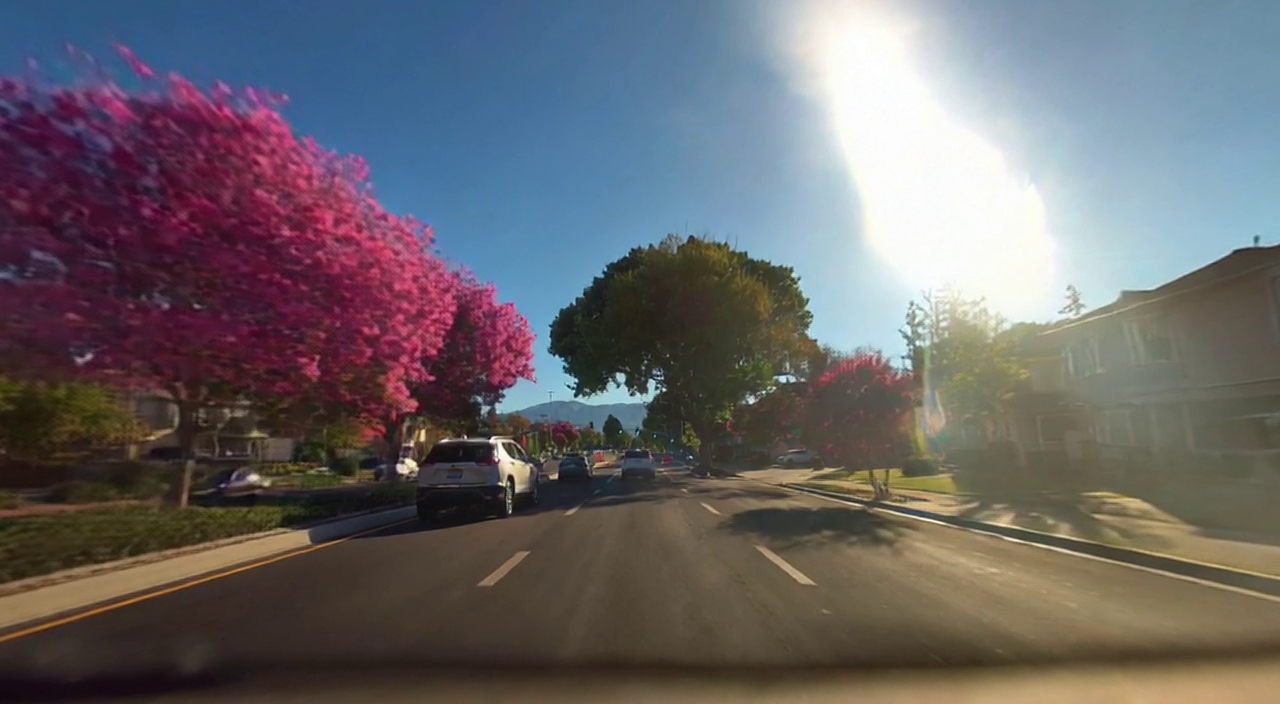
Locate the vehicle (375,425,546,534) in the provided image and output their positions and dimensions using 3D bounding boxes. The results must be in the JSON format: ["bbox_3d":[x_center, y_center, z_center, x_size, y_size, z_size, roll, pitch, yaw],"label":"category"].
[{"bbox_3d":[-3.585,2.634,13.778,2.161,1.919,4.798,0,-8,2],"label":"vehicle"}]

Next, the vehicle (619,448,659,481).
[{"bbox_3d":[-0.042,5.910,33.497,1.997,1.636,3.760,0,-8,1],"label":"vehicle"}]

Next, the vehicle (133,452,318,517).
[{"bbox_3d":[-11.056,3.525,17.370,1.963,1.476,4.593,0,-8,0],"label":"vehicle"}]

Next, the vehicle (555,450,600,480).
[{"bbox_3d":[-3.487,6.349,35.821,2.066,1.565,3.905,0,-8,2],"label":"vehicle"}]
